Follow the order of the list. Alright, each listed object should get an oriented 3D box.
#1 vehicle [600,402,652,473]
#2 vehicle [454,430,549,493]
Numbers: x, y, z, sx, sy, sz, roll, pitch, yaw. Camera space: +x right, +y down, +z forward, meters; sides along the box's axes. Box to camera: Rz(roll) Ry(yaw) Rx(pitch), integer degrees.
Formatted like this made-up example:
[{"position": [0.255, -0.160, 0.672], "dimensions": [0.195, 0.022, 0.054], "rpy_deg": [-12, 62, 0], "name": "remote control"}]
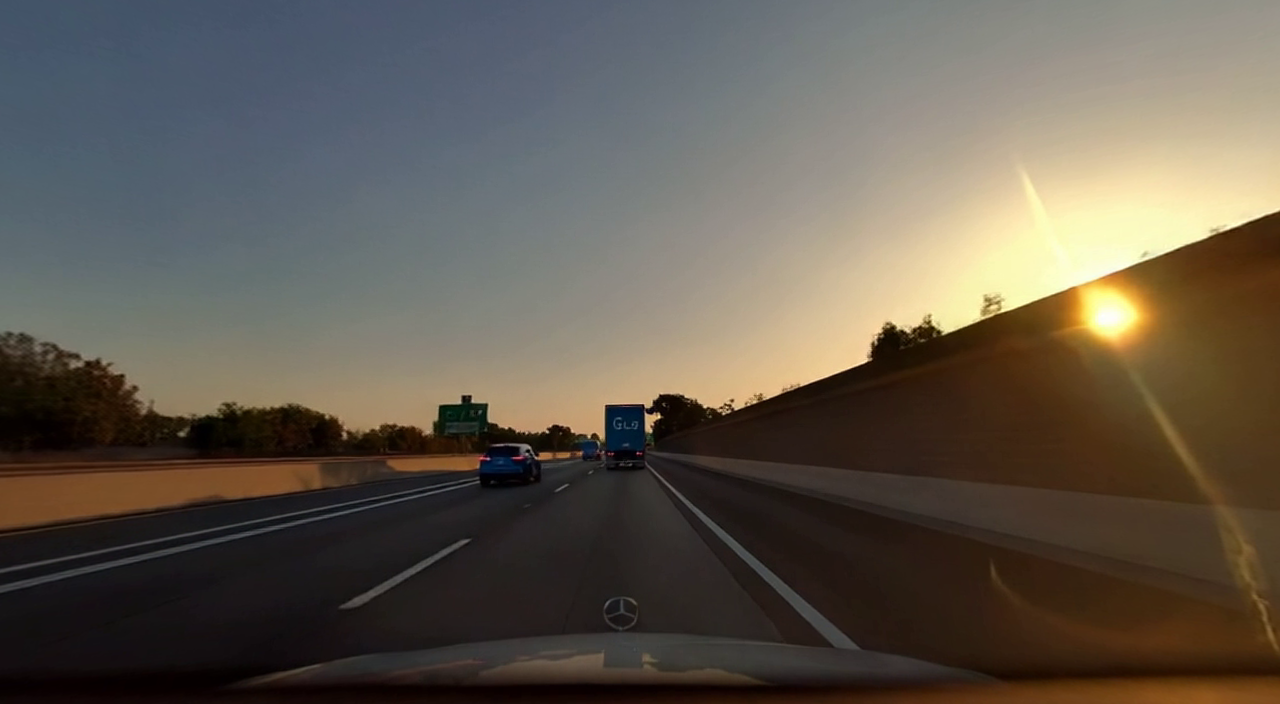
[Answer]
[{"position": [-0.925, 5.638, 40.881], "dimensions": [2.923, 4.007, 9.760], "rpy_deg": [0, -9, -2], "name": "vehicle"}, {"position": [-4.667, 3.810, 22.150], "dimensions": [2.226, 1.935, 5.130], "rpy_deg": [0, -9, -1], "name": "vehicle"}]
